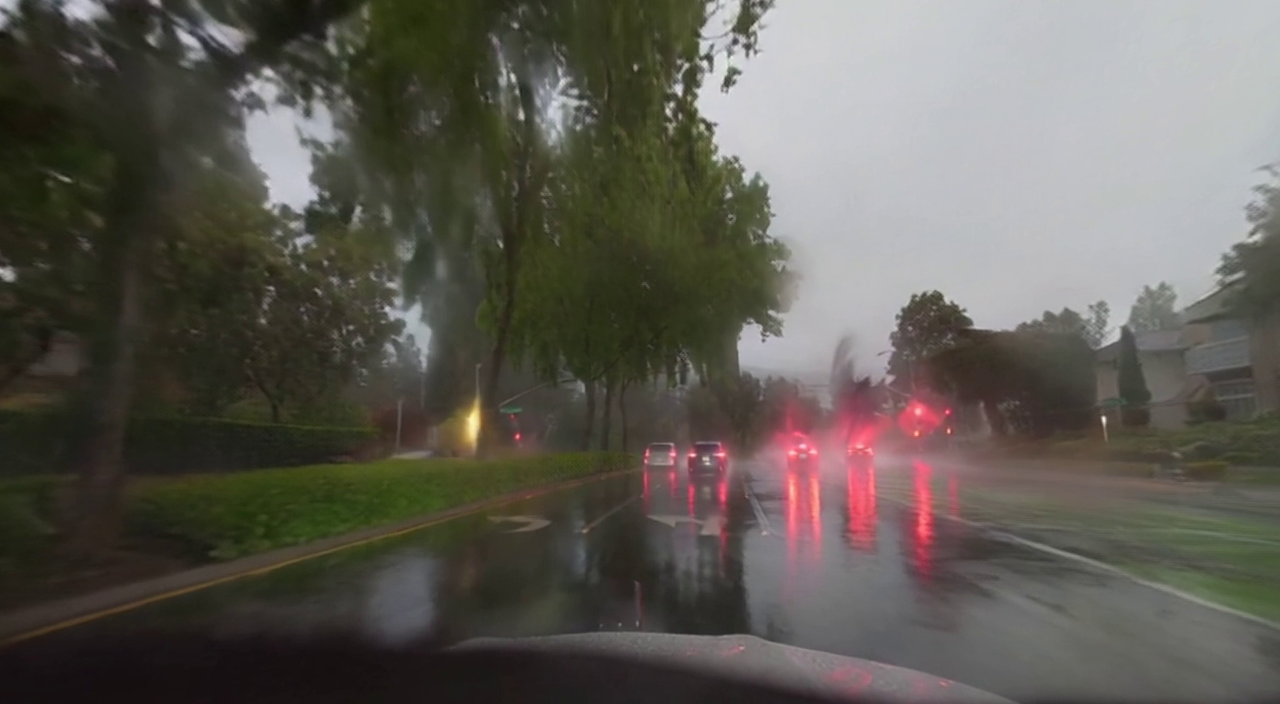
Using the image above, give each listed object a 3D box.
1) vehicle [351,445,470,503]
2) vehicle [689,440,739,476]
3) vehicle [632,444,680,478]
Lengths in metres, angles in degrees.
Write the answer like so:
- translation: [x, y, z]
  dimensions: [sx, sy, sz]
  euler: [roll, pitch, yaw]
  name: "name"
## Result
- translation: [-7.318, 3.898, 20.718]
  dimensions: [2.029, 1.667, 4.504]
  euler: [-1, -9, 3]
  name: "vehicle"
- translation: [3.769, 5.352, 32.117]
  dimensions: [2.286, 1.701, 4.395]
  euler: [-1, -9, 7]
  name: "vehicle"
- translation: [0.847, 5.222, 30.588]
  dimensions: [1.923, 1.498, 3.887]
  euler: [-2, -9, 7]
  name: "vehicle"
